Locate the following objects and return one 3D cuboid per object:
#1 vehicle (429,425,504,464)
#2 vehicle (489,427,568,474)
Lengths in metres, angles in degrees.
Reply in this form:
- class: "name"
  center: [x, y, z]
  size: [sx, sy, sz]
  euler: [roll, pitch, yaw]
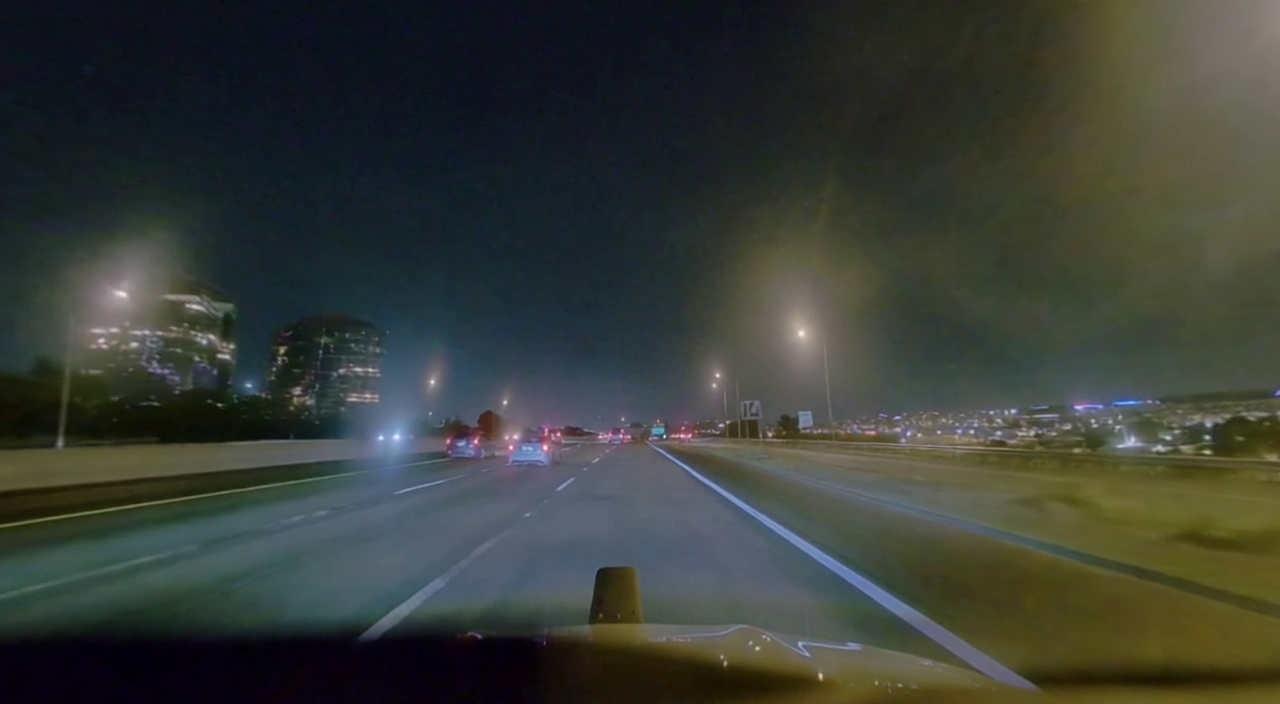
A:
- class: "vehicle"
  center: [-7.523, 4.064, 27.723]
  size: [1.985, 1.575, 4.453]
  euler: [0, -8, 1]
- class: "vehicle"
  center: [-3.856, 3.506, 22.648]
  size: [1.996, 1.490, 4.571]
  euler: [0, -8, 0]
